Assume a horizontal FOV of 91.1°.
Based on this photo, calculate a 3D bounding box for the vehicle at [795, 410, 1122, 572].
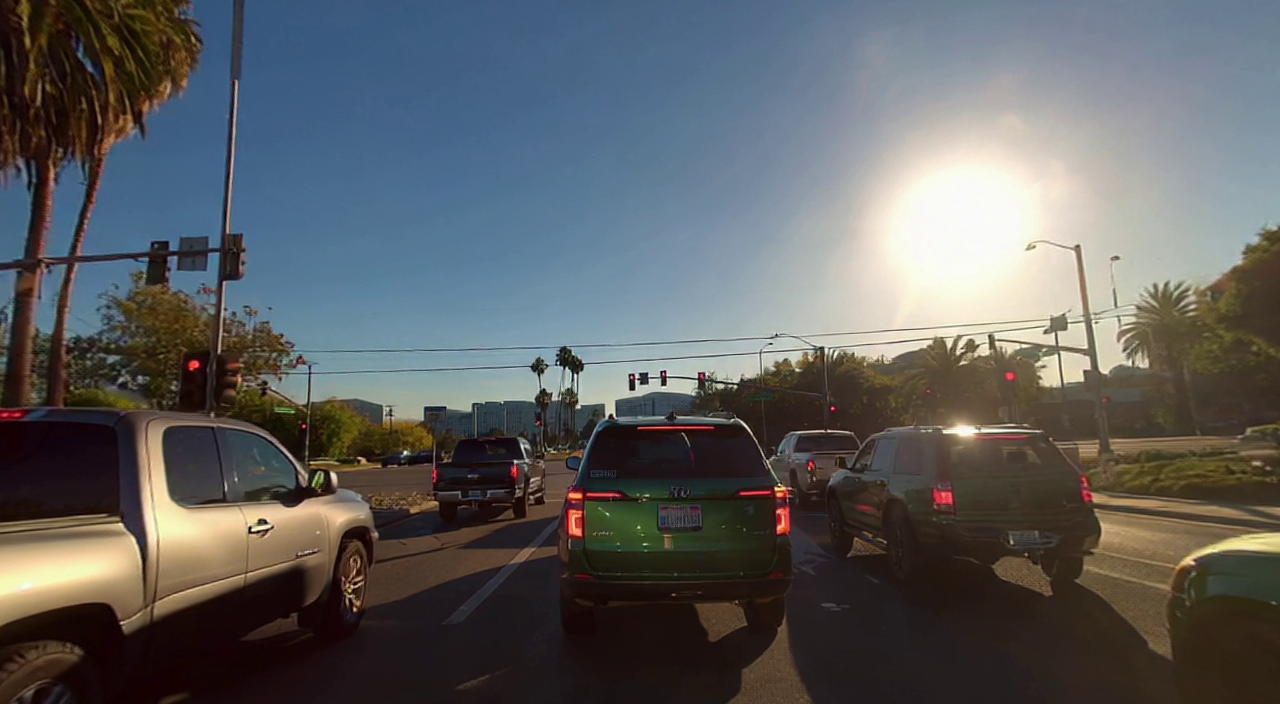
[{"bbox_3d":[4.020,1.856,9.289,2.072,1.704,5.170,0,-9,-1],"label":"vehicle"}]

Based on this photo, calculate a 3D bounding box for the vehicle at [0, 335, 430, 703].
[{"bbox_3d":[-3.156,1.086,3.899,2.171,1.702,4.416,0,-9,0],"label":"vehicle"}]

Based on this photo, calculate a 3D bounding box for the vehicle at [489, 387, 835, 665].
[{"bbox_3d":[0.166,1.376,6.016,2.123,1.704,4.128,0,-9,1],"label":"vehicle"}]

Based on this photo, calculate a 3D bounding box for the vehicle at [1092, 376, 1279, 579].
[{"bbox_3d":[7.294,1.135,5.560,2.337,1.925,5.728,0,-9,1],"label":"vehicle"}]
